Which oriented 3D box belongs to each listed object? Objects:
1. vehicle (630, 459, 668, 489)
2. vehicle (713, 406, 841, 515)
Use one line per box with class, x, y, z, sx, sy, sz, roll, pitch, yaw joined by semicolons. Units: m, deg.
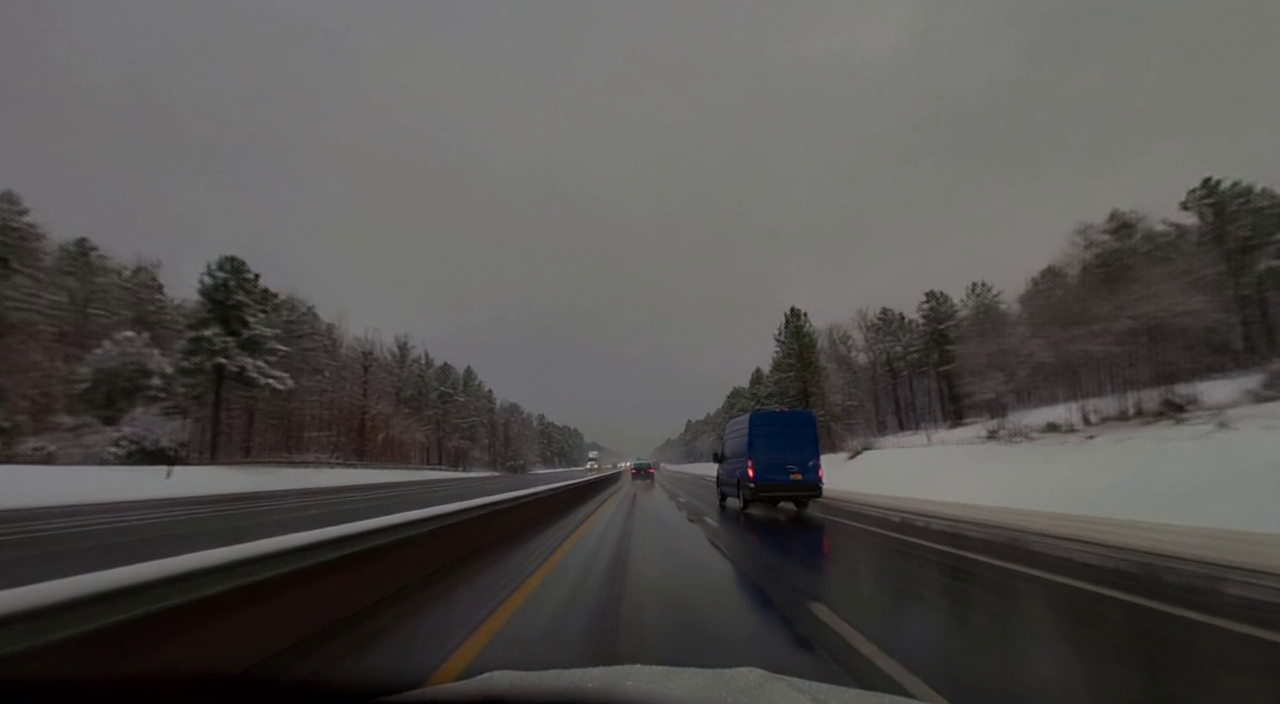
vehicle;0.560;7.551;39.151;2.212;1.717;4.452;0;-10;1
vehicle;4.194;3.637;20.977;2.563;2.975;6.941;1;-10;-1
